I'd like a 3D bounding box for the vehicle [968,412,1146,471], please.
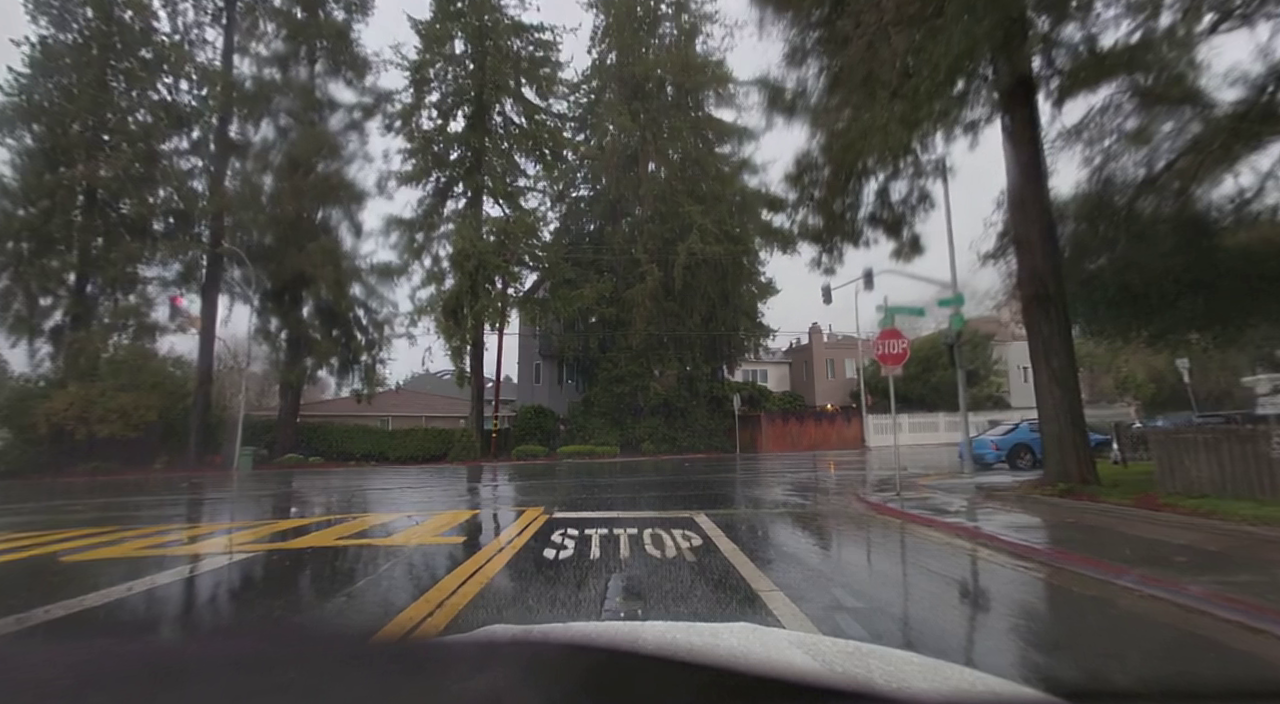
[{"bbox_3d":[12.902,2.787,19.707,4.208,1.685,2.014,1,-8,-7],"label":"vehicle"}]
